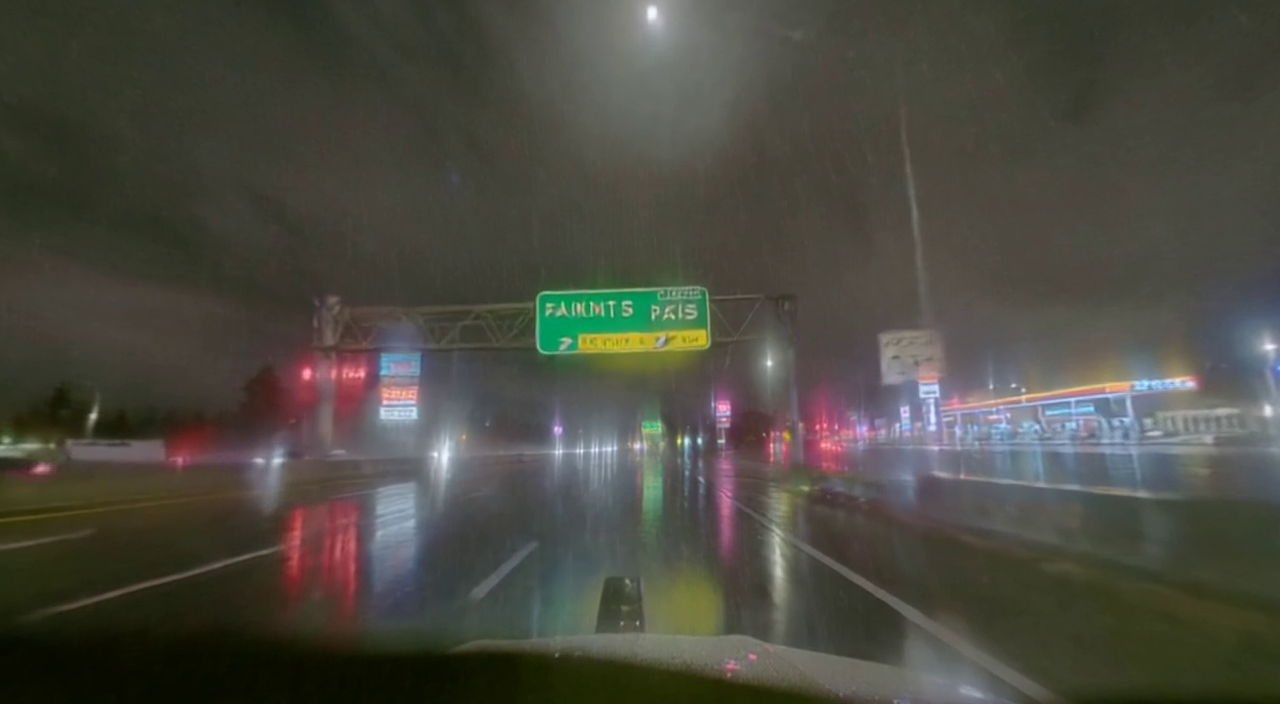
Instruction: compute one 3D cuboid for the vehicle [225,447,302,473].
[{"bbox_3d":[-23.190,6.644,39.016,1.885,1.521,4.464,0,-8,2],"label":"vehicle"}]
